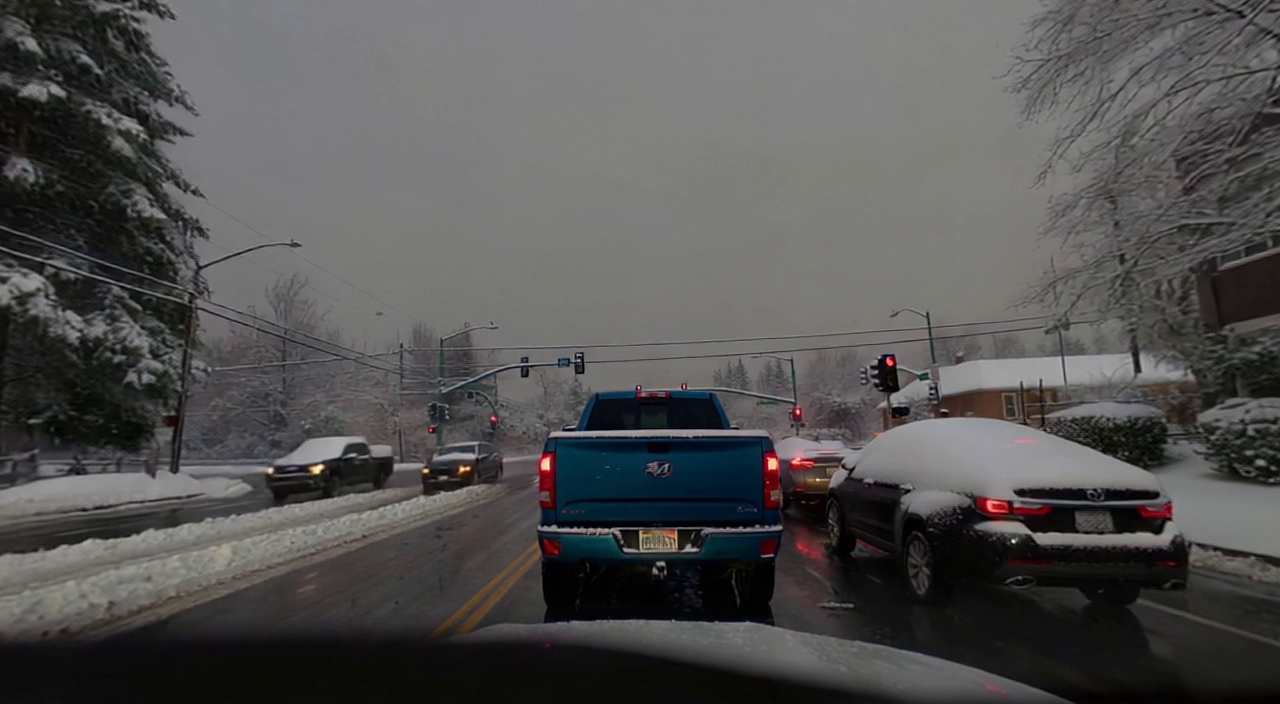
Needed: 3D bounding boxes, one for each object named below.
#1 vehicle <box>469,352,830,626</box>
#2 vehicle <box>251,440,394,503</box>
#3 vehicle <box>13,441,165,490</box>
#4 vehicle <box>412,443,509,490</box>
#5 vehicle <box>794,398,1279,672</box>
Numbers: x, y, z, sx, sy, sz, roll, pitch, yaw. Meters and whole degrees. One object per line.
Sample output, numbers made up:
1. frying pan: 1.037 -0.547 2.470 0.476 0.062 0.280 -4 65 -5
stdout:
1. vehicle: 0.086 1.395 7.424 2.636 2.011 5.425 0 -8 0
2. vehicle: -9.392 3.538 19.166 1.920 1.563 4.643 -3 -8 0
3. vehicle: -21.751 4.464 25.206 2.062 1.764 4.508 0 -8 -2
4. vehicle: -6.132 3.941 22.154 1.994 1.469 4.367 0 -8 2
5. vehicle: 3.333 1.507 6.523 2.155 1.667 5.162 0 -8 0
